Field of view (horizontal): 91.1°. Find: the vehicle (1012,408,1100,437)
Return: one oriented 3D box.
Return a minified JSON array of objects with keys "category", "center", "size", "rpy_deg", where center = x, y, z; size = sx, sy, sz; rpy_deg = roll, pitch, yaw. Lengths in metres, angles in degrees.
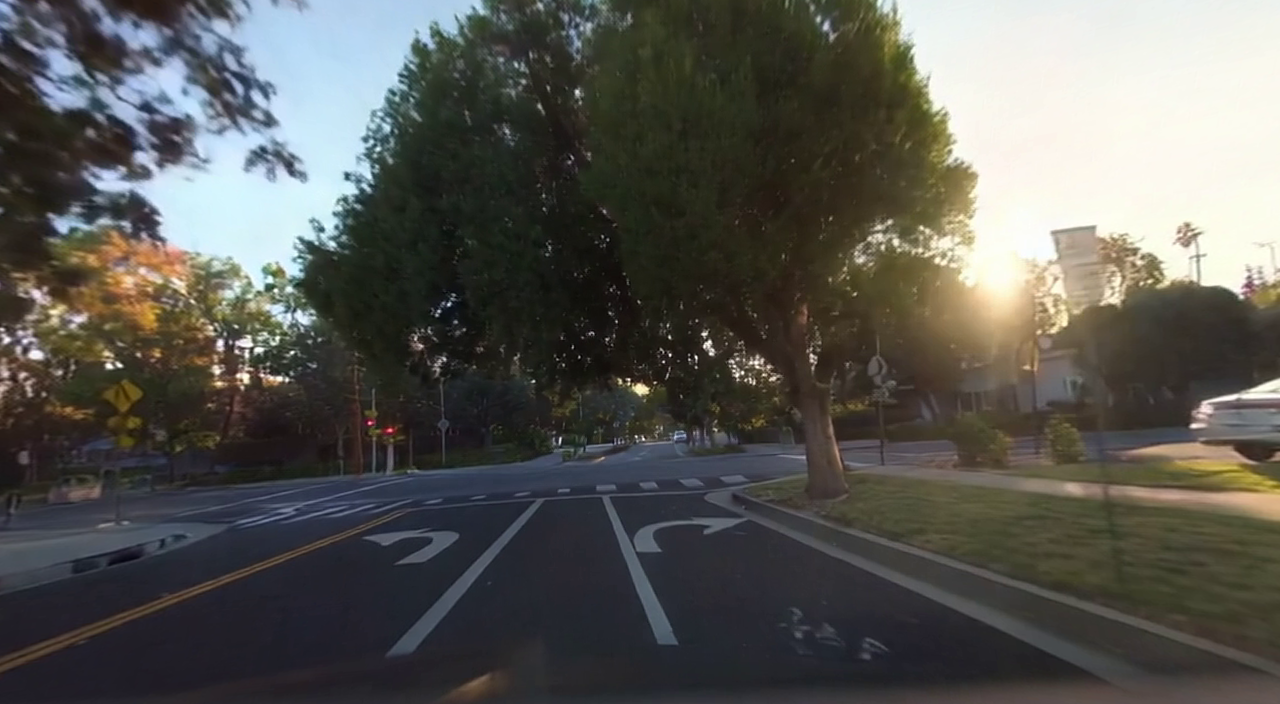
[{"category":"vehicle","center":[27.470,4.661,41.531],"size":[4.475,1.837,1.961],"rpy_deg":[1,-8,-5]}]

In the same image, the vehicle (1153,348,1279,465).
[{"category":"vehicle","center":[12.301,1.051,11.111],"size":[4.562,1.850,2.130],"rpy_deg":[1,-9,-3]}]
